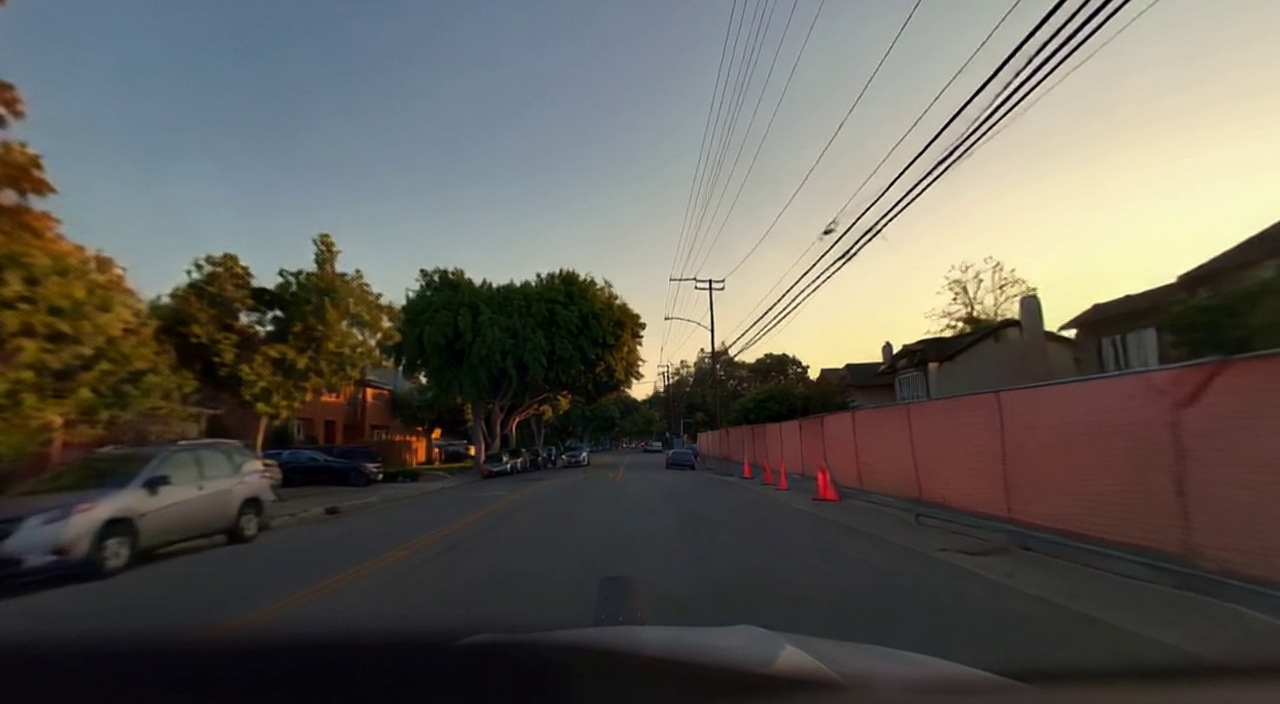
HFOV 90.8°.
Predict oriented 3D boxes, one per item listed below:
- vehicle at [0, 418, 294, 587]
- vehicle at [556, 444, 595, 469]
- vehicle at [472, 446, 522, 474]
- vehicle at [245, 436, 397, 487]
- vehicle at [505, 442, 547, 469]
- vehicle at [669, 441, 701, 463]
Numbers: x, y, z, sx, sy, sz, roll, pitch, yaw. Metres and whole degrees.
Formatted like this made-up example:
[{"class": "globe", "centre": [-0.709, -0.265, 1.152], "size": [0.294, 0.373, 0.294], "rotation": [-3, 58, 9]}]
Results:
[{"class": "vehicle", "centre": [-6.871, 1.961, 8.847], "size": [1.932, 1.743, 4.079], "rotation": [-2, -9, -3]}, {"class": "vehicle", "centre": [-4.335, 7.104, 43.211], "size": [2.068, 1.543, 4.523], "rotation": [-1, -8, 1]}, {"class": "vehicle", "centre": [-8.330, 6.339, 37.186], "size": [2.041, 1.480, 4.474], "rotation": [-2, -9, -2]}, {"class": "vehicle", "centre": [-12.326, 4.237, 24.711], "size": [4.780, 1.867, 2.108], "rotation": [0, -8, -3]}, {"class": "vehicle", "centre": [-8.190, 7.486, 45.778], "size": [2.055, 1.806, 4.540], "rotation": [-1, -8, 1]}, {"class": "vehicle", "centre": [3.313, 7.432, 47.182], "size": [1.902, 1.542, 4.099], "rotation": [0, -8, -2]}]
